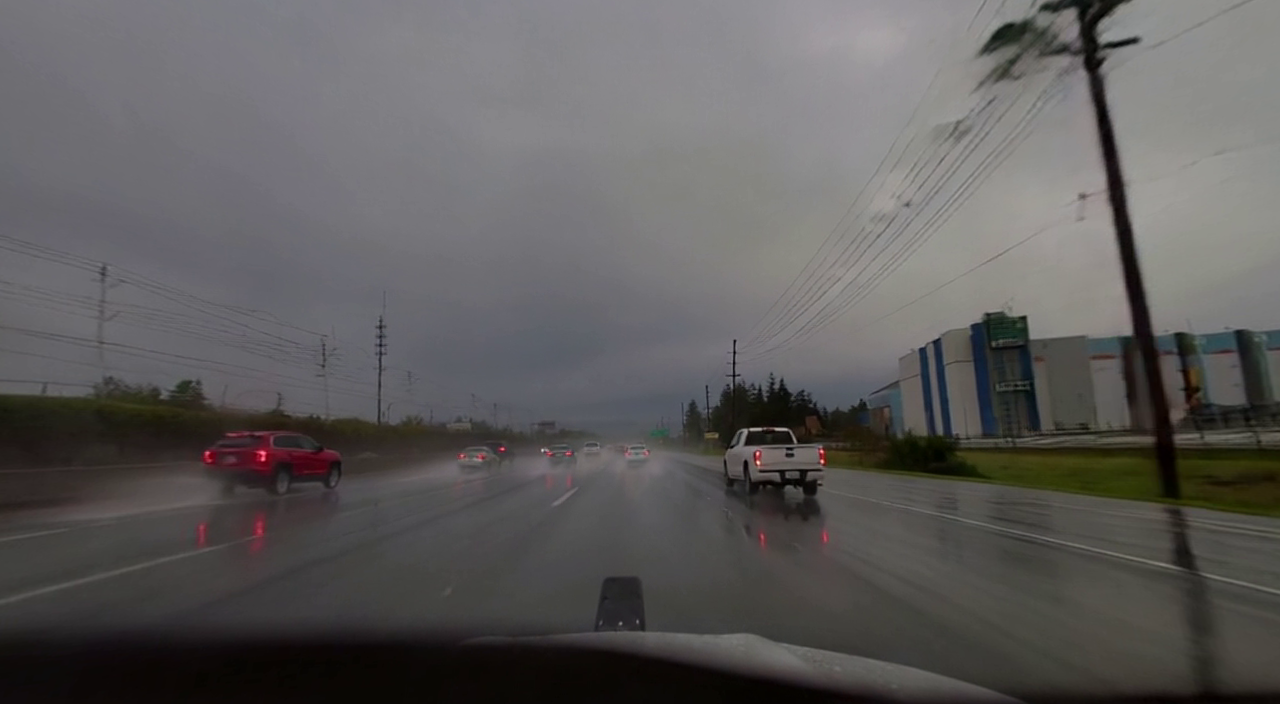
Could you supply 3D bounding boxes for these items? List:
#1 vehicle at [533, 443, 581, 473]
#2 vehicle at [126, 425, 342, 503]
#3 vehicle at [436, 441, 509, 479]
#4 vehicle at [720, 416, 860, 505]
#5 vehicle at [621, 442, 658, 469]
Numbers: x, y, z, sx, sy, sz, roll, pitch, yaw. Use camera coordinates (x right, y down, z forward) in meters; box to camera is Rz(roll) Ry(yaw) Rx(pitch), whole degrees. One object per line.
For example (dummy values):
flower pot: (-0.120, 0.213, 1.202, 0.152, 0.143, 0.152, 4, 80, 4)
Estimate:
vehicle: (-4.235, 5.468, 32.798, 1.938, 1.444, 4.206, 0, -8, -1)
vehicle: (-11.242, 3.147, 18.301, 2.317, 1.881, 5.903, 0, -8, 0)
vehicle: (-7.281, 4.726, 28.010, 1.959, 1.496, 4.740, 0, -8, 0)
vehicle: (3.617, 2.739, 16.426, 2.231, 1.919, 5.086, 0, -8, -2)
vehicle: (-0.059, 6.065, 37.169, 2.030, 1.471, 4.115, 0, -8, -1)
